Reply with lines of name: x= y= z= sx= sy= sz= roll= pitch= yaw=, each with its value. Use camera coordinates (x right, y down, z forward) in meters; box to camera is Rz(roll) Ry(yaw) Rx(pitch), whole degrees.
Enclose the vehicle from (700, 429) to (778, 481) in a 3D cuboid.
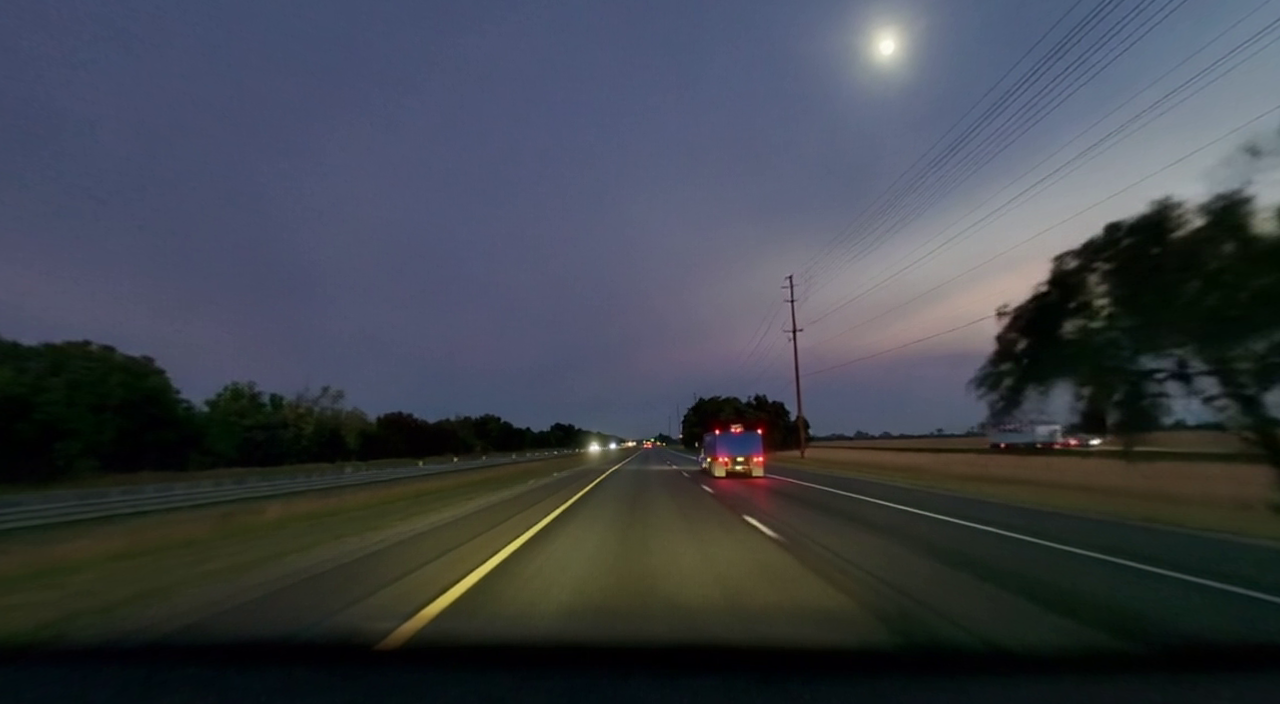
vehicle: x=3.816 y=4.100 z=25.328 sx=2.228 sy=1.852 sz=5.449 roll=0 pitch=-8 yaw=0
